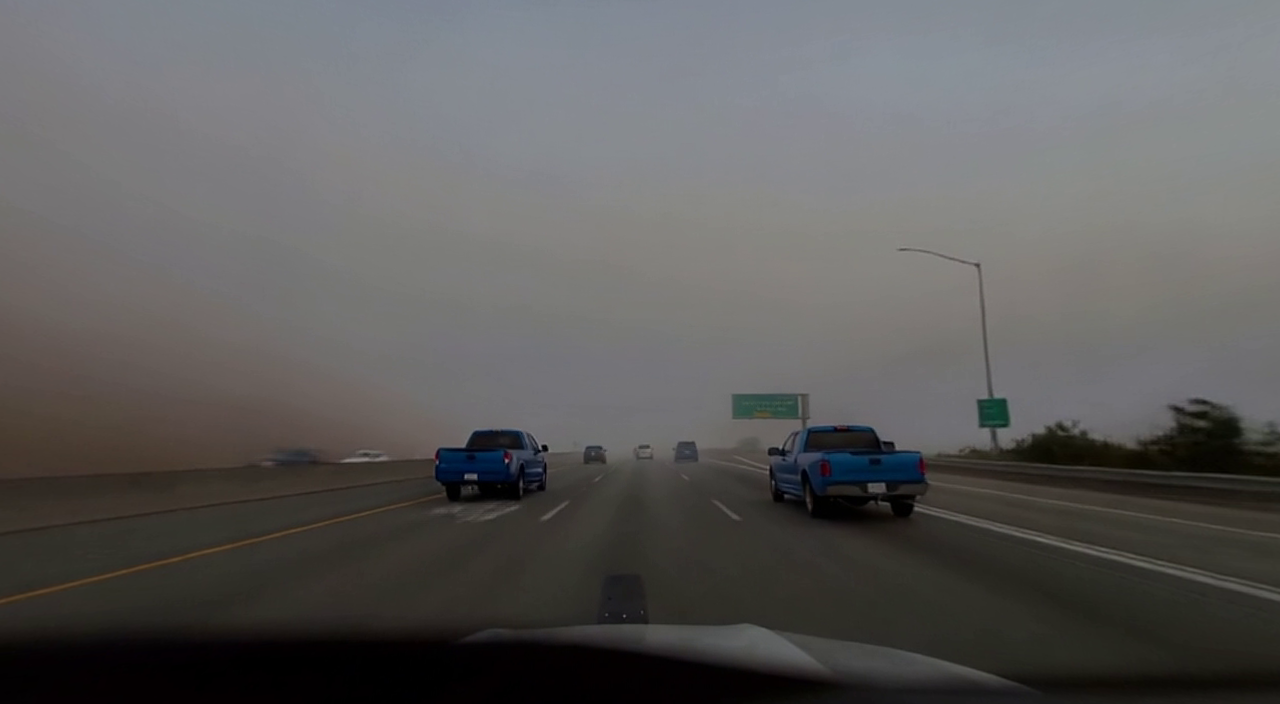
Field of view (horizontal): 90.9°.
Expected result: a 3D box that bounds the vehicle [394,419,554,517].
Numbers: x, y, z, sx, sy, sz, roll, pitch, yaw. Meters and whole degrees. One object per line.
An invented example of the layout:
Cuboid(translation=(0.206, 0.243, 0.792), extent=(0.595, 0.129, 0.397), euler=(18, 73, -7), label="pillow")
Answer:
Cuboid(translation=(-3.570, 2.619, 14.795), extent=(2.227, 1.853, 5.161), euler=(-1, -8, 1), label="vehicle")

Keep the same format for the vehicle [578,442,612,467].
Cuboid(translation=(-3.385, 7.753, 47.894), extent=(2.235, 1.785, 4.386), euler=(0, -8, 1), label="vehicle")

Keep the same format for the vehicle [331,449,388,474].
Cuboid(translation=(-20.427, 7.966, 46.169), extent=(1.919, 1.673, 4.612), euler=(0, -9, 1), label="vehicle")

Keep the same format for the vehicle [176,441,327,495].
Cuboid(translation=(-13.590, 4.064, 22.565), extent=(2.121, 1.686, 5.007), euler=(-1, -8, 1), label="vehicle")

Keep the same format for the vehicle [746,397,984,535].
Cuboid(translation=(3.687, 2.043, 11.885), extent=(2.424, 1.952, 5.611), euler=(0, -8, 0), label="vehicle")
